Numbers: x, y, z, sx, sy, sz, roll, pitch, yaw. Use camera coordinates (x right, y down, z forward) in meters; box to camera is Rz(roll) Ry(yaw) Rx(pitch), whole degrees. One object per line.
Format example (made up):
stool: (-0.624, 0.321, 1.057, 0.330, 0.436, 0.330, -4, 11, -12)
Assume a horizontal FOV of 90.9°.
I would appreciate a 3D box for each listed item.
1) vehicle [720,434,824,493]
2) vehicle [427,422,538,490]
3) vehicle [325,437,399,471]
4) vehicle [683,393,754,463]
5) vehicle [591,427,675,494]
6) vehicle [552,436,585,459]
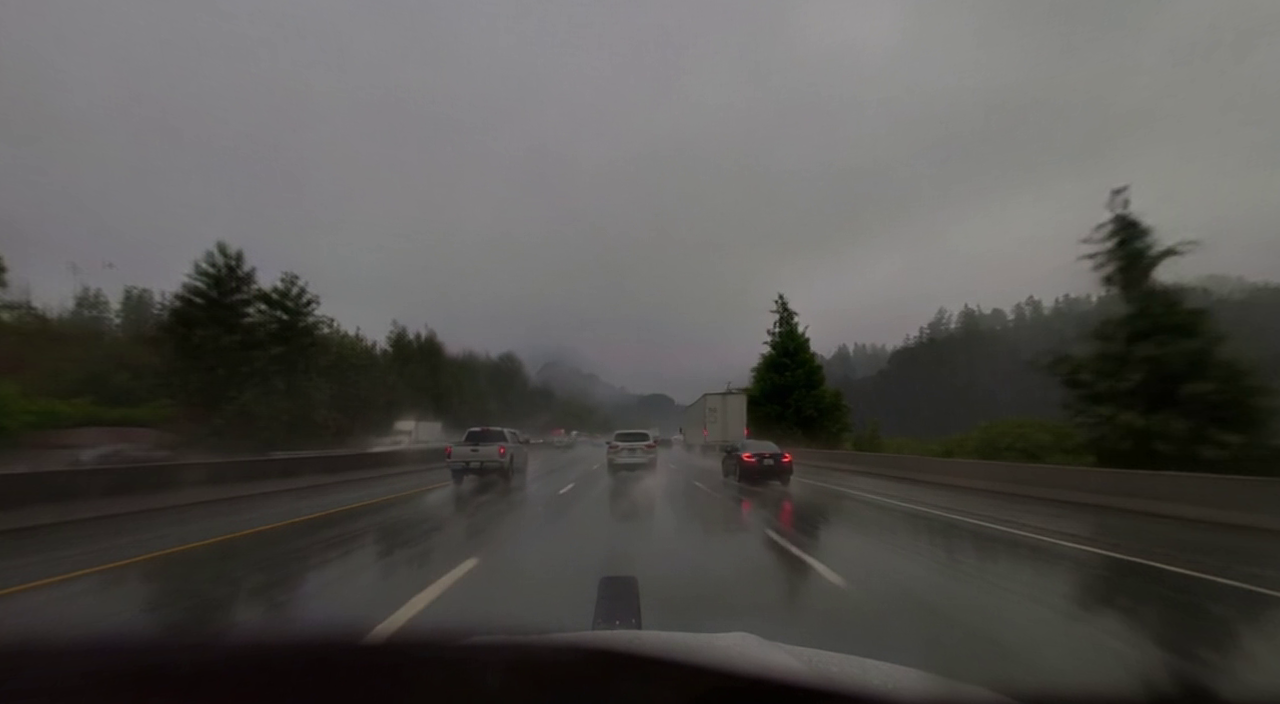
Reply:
vehicle: (3.584, 3.075, 17.878, 1.951, 1.477, 3.963, 0, -8, -2)
vehicle: (-4.560, 3.079, 19.080, 2.101, 1.767, 4.702, 0, -8, 0)
vehicle: (-13.148, 4.808, 30.051, 1.802, 1.468, 3.904, 0, -8, -1)
vehicle: (5.155, 5.478, 44.587, 2.888, 4.135, 14.071, 0, -8, -2)
vehicle: (-0.219, 2.943, 17.541, 2.083, 1.647, 3.799, 0, -8, -1)
vehicle: (-5.436, 7.275, 48.318, 1.971, 1.648, 3.983, 0, -8, 1)
